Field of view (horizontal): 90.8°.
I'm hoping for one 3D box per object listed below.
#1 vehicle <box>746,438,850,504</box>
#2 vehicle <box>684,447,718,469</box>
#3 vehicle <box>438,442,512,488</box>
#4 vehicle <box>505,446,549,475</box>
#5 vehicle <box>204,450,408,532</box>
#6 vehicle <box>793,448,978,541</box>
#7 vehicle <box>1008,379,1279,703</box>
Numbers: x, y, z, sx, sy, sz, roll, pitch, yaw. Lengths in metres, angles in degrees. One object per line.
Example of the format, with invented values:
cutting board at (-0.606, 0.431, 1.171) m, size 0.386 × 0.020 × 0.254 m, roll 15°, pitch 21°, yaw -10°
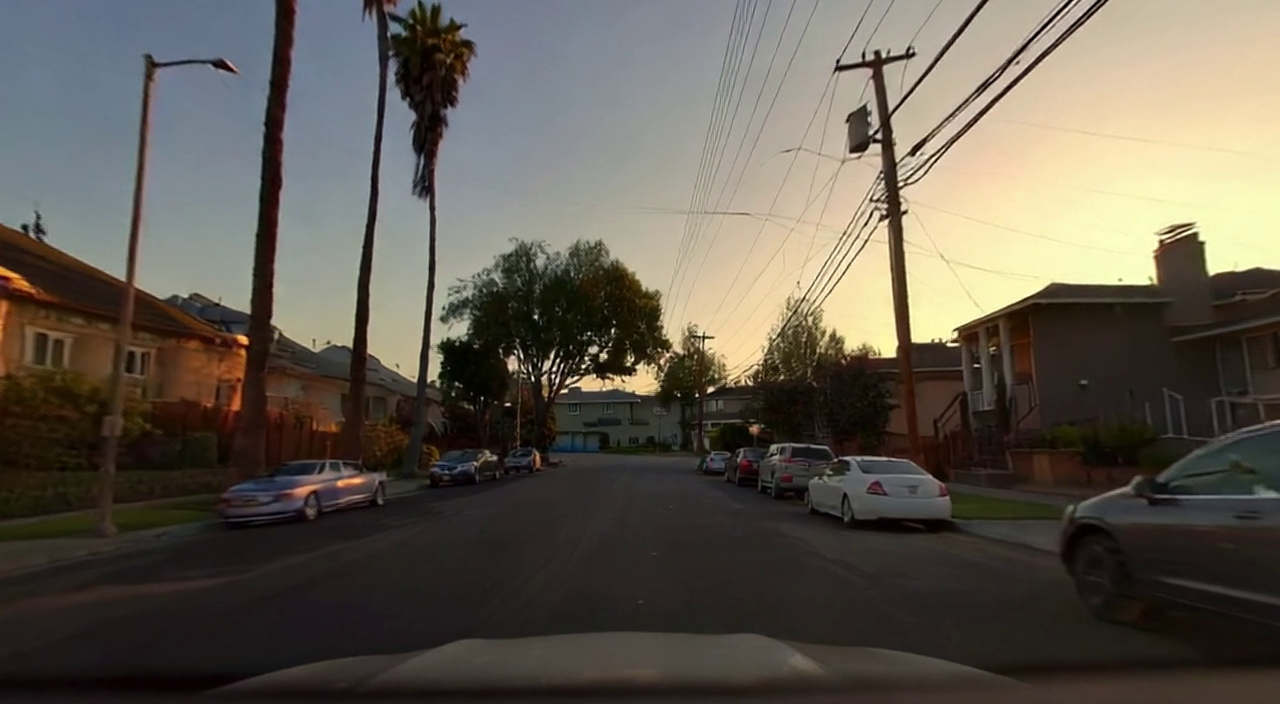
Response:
vehicle at (4.631, 3.541, 19.244) m, size 1.874 × 1.742 × 4.234 m, roll 0°, pitch -8°, yaw -3°
vehicle at (4.459, 7.812, 46.735) m, size 1.988 × 1.560 × 4.249 m, roll 0°, pitch -8°, yaw 0°
vehicle at (-7.493, 5.133, 29.237) m, size 2.077 × 1.888 × 4.551 m, roll -2°, pitch -8°, yaw 2°
vehicle at (-7.232, 6.980, 40.906) m, size 2.085 × 1.770 × 4.429 m, roll 0°, pitch -8°, yaw -1°
vehicle at (-7.176, 2.989, 14.289) m, size 2.013 × 1.483 × 4.645 m, roll 0°, pitch -8°, yaw 1°
vehicle at (4.702, 2.746, 12.915) m, size 1.795 × 1.424 × 4.327 m, roll -3°, pitch -8°, yaw -3°
vehicle at (4.711, 1.086, 3.660) m, size 2.115 × 1.826 × 4.871 m, roll 0°, pitch -9°, yaw -1°
